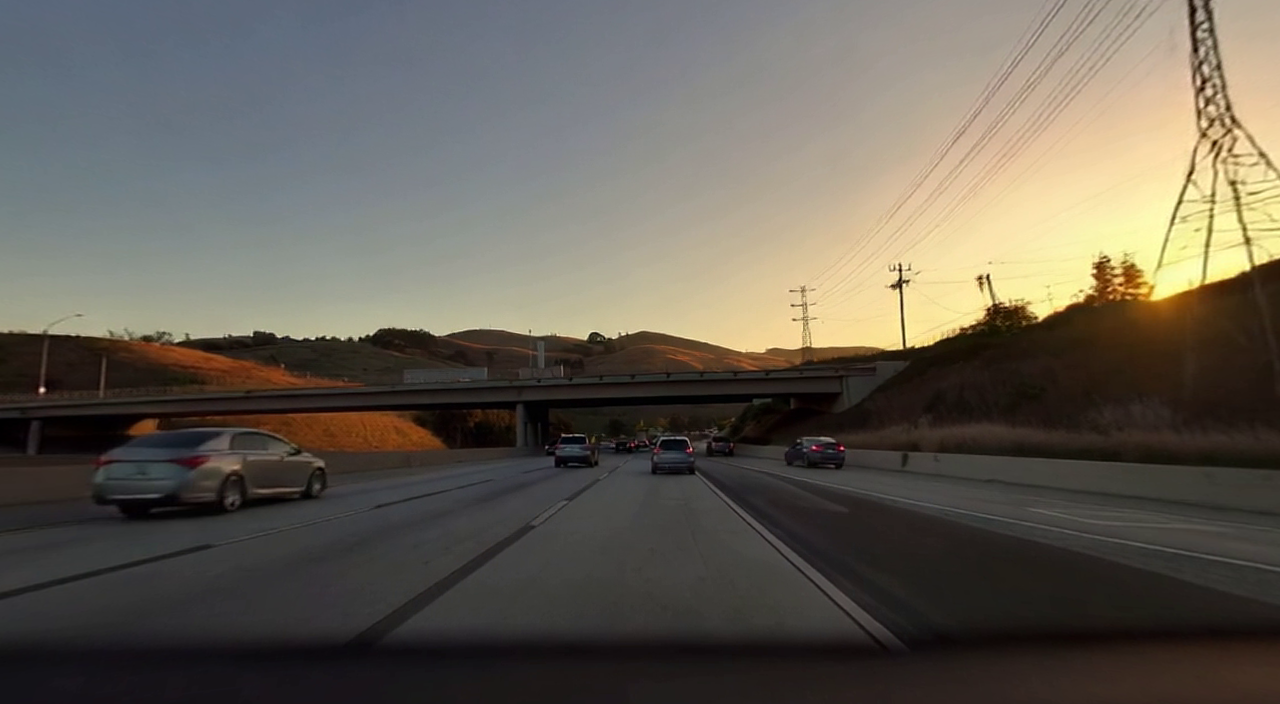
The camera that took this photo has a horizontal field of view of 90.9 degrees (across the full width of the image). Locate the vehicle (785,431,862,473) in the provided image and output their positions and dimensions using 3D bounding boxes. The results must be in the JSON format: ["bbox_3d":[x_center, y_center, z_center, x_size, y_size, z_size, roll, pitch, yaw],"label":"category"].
[{"bbox_3d":[9.115,5.025,31.837,2.059,1.938,4.793,0,-8,-5],"label":"vehicle"}]

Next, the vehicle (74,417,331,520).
[{"bbox_3d":[-8.494,2.301,12.958,2.062,1.702,4.587,0,-8,-2],"label":"vehicle"}]

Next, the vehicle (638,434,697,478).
[{"bbox_3d":[1.056,4.223,25.792,2.193,1.651,3.946,0,-8,0],"label":"vehicle"}]

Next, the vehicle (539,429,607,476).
[{"bbox_3d":[-2.758,4.321,27.263,2.228,1.845,4.847,-1,-8,2],"label":"vehicle"}]
